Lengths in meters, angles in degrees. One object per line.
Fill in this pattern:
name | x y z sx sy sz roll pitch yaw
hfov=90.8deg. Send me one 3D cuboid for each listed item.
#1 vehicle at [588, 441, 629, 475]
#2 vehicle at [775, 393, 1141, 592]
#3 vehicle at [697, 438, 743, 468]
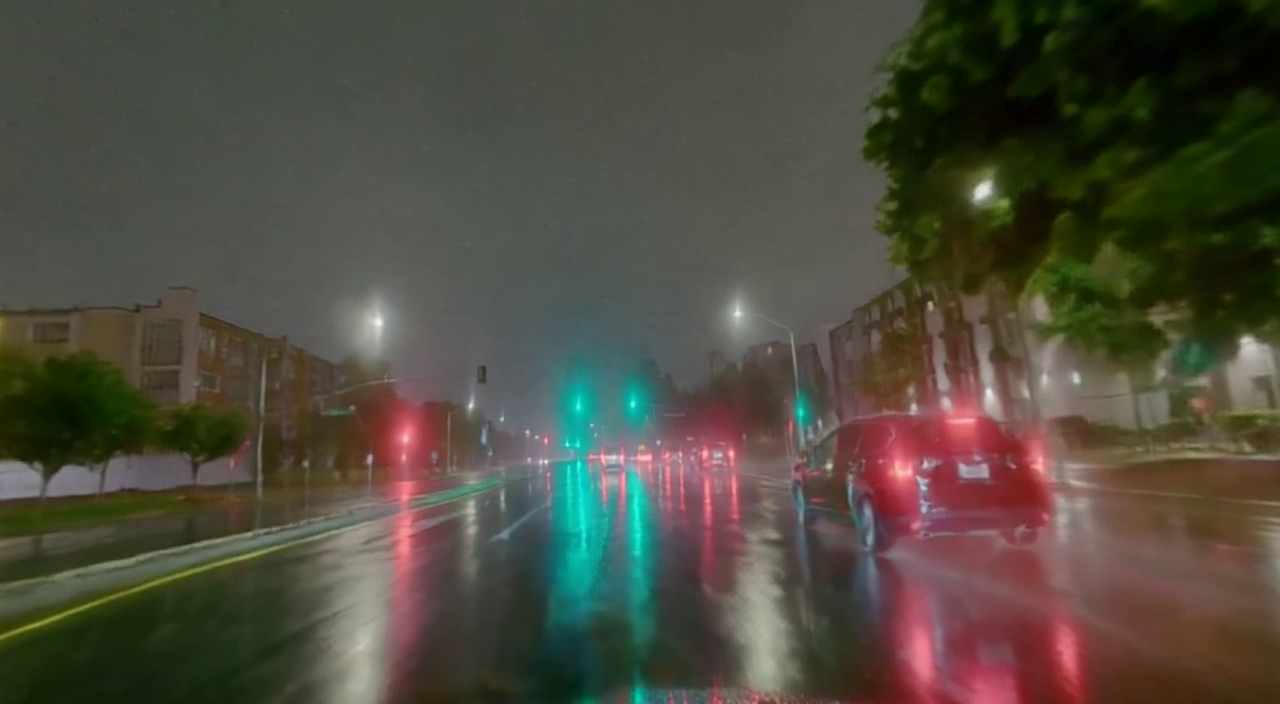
vehicle | -1.698 5.695 34.019 2.101 1.641 4.341 0 -9 -3
vehicle | 3.229 1.565 7.788 1.893 1.664 4.670 0 -9 -2
vehicle | 5.312 6.820 42.742 2.052 1.886 5.297 0 -9 -4
